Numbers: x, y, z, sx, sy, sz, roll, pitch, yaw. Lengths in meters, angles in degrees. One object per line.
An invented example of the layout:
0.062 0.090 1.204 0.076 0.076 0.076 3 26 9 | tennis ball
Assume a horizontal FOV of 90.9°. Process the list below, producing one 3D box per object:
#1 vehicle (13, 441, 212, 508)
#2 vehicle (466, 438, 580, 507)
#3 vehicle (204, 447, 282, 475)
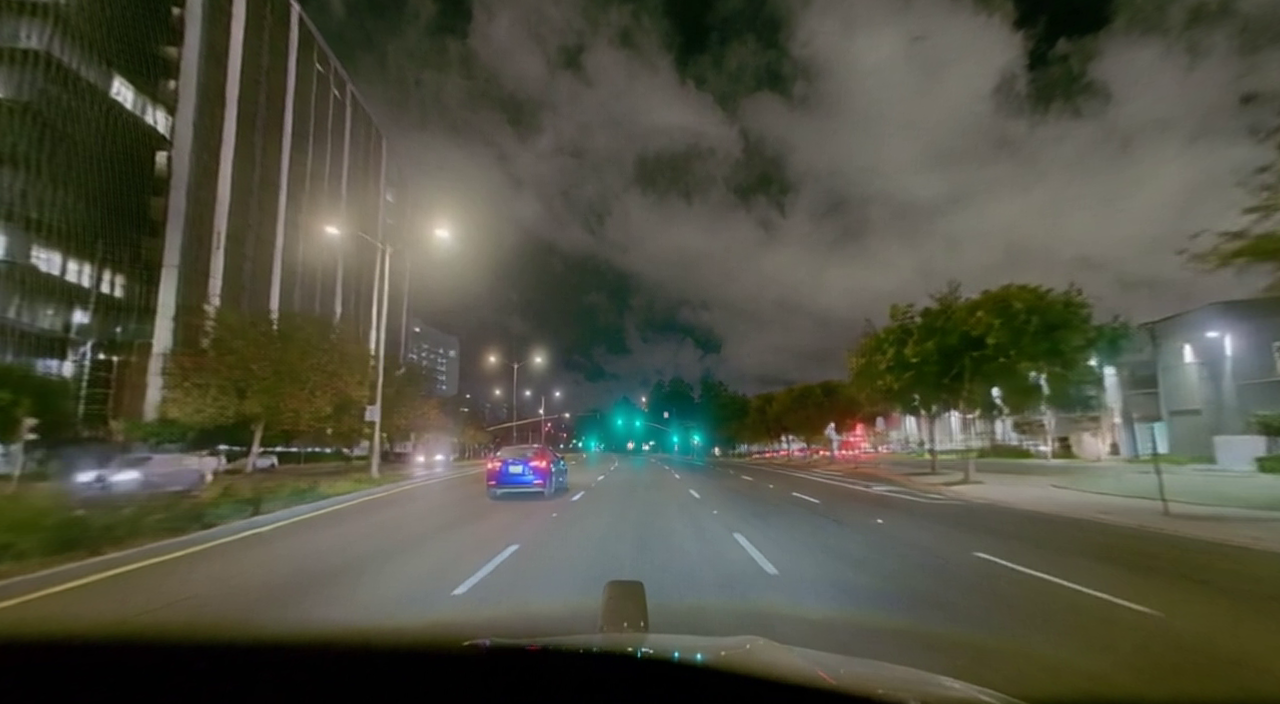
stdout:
-15.789 3.648 19.326 2.055 1.757 4.724 0 -8 -2 | vehicle
-2.841 3.037 16.392 2.009 1.489 4.543 -1 -8 1 | vehicle
-26.557 7.288 42.392 1.786 1.713 4.992 1 -9 2 | vehicle
